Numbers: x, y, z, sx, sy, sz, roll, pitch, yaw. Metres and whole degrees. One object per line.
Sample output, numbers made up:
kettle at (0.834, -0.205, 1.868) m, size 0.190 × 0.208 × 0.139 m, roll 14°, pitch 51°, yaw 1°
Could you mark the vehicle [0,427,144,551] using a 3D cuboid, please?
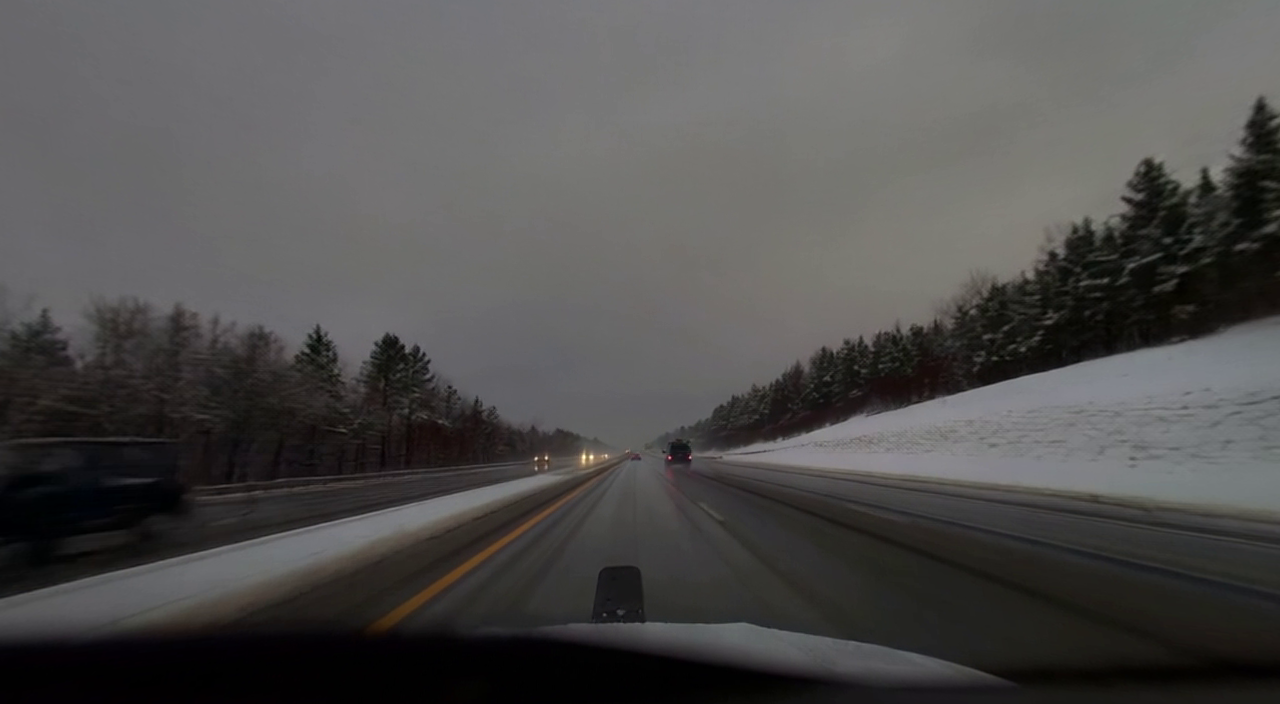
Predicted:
vehicle at (-9.765, 1.859, 8.548) m, size 2.173 × 1.668 × 4.848 m, roll 0°, pitch -9°, yaw -1°
